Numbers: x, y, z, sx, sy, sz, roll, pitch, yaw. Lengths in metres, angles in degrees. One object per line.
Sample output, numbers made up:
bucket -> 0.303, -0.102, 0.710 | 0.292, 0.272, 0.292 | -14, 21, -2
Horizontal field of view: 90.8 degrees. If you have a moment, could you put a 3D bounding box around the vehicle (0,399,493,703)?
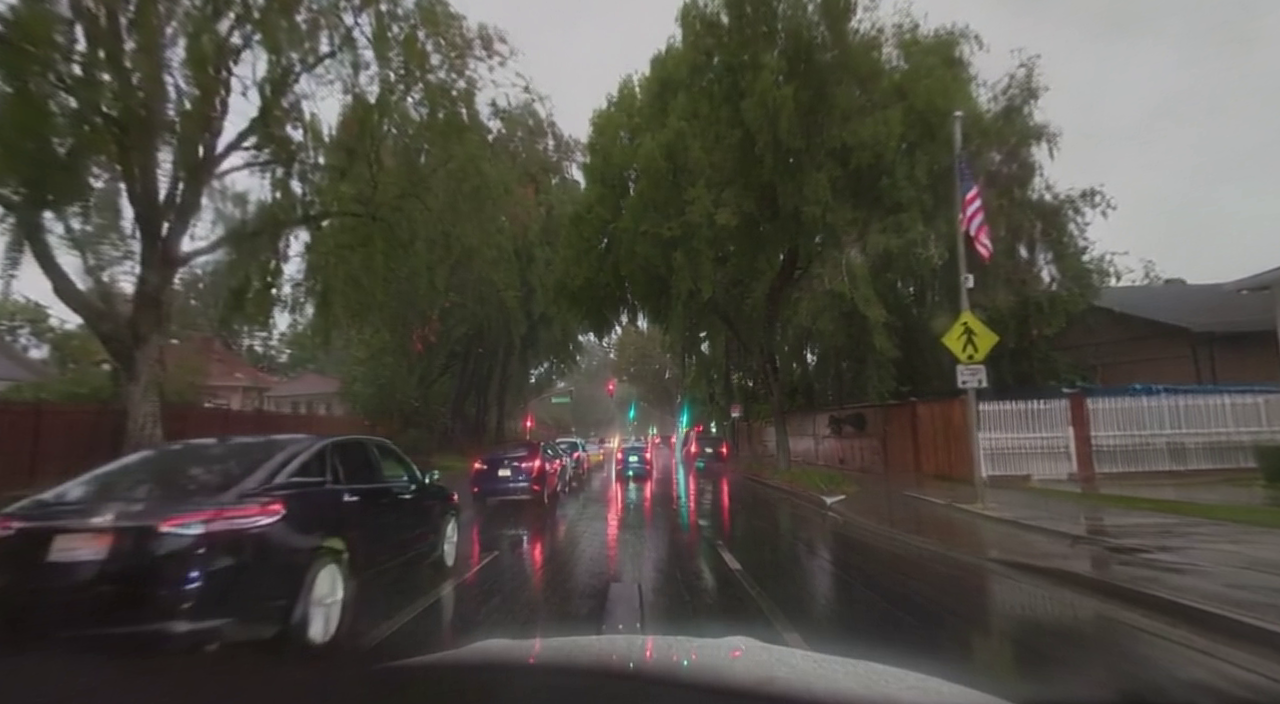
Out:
vehicle -> -2.693, 1.270, 4.738 | 2.081, 1.488, 4.566 | 0, -9, 0

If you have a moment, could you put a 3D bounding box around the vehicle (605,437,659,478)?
vehicle -> -0.339, 4.068, 24.537 | 1.927, 1.453, 3.848 | 0, -8, -1

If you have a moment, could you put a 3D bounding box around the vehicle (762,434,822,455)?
vehicle -> 10.994, 6.735, 45.888 | 3.883, 1.496, 1.779 | 0, -8, -1

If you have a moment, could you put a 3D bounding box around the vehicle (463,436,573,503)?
vehicle -> -2.990, 2.990, 16.592 | 1.897, 1.484, 4.716 | 0, -9, 1

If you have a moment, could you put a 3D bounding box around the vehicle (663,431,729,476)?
vehicle -> 2.240, 4.273, 26.774 | 2.258, 1.682, 4.635 | 0, -8, -1
